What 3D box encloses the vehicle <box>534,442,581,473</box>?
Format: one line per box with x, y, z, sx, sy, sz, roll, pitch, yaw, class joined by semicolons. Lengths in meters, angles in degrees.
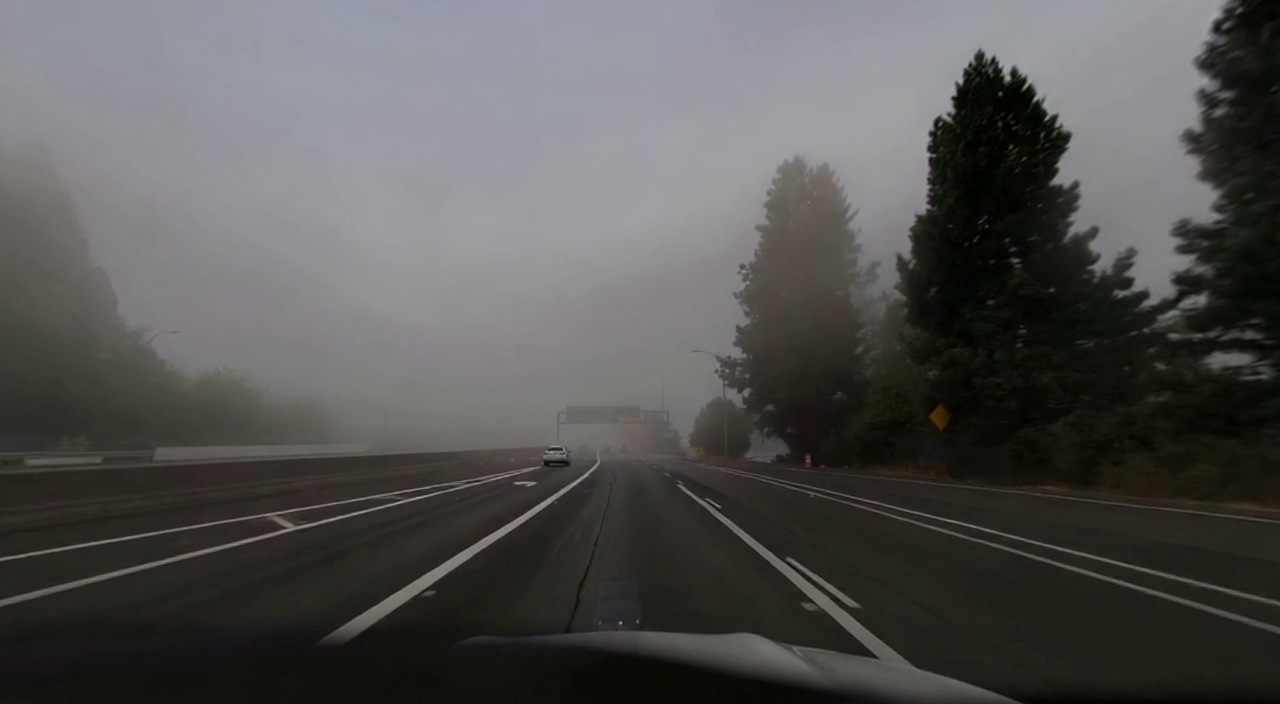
-4.446;5.775;34.541;2.012;1.571;4.232;0;-9;0;vehicle
